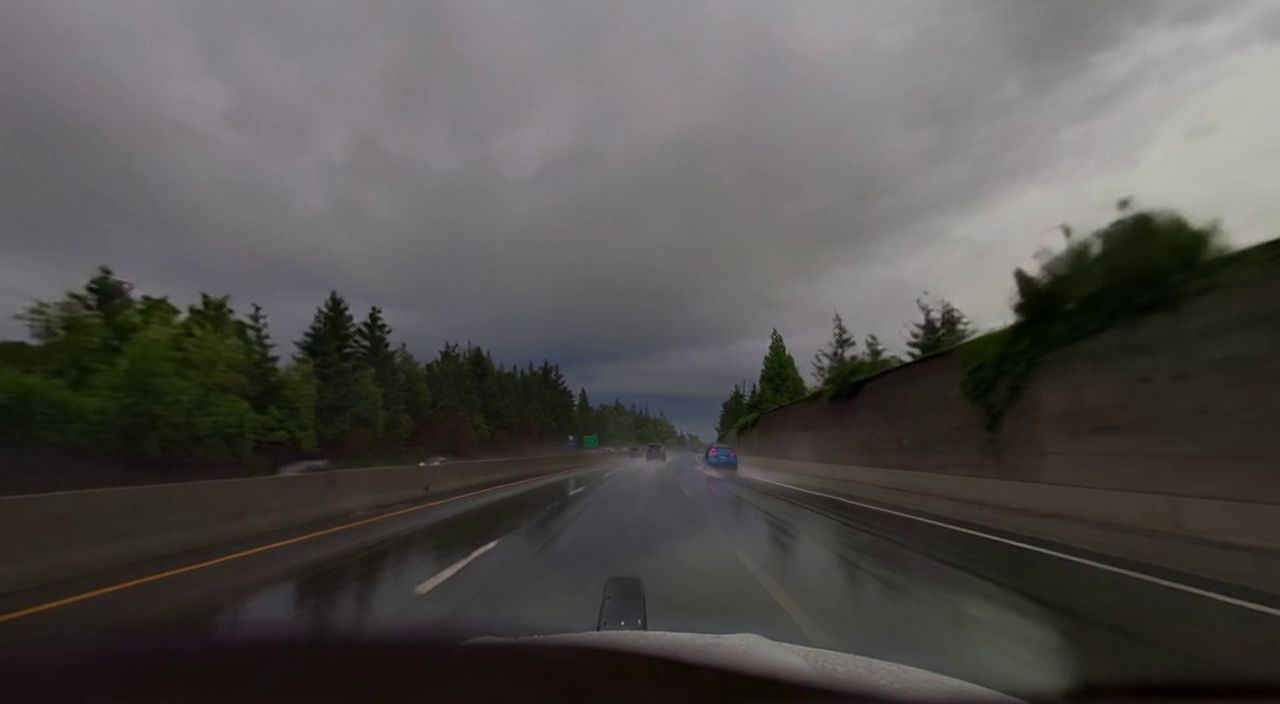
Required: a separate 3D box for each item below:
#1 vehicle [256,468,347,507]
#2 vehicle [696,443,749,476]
[{"bbox_3d":[-15.318,6.115,28.776,1.779,1.467,4.371,0,-9,-1],"label":"vehicle"},{"bbox_3d":[4.133,5.460,32.253,2.175,1.574,3.943,0,-9,0],"label":"vehicle"}]
